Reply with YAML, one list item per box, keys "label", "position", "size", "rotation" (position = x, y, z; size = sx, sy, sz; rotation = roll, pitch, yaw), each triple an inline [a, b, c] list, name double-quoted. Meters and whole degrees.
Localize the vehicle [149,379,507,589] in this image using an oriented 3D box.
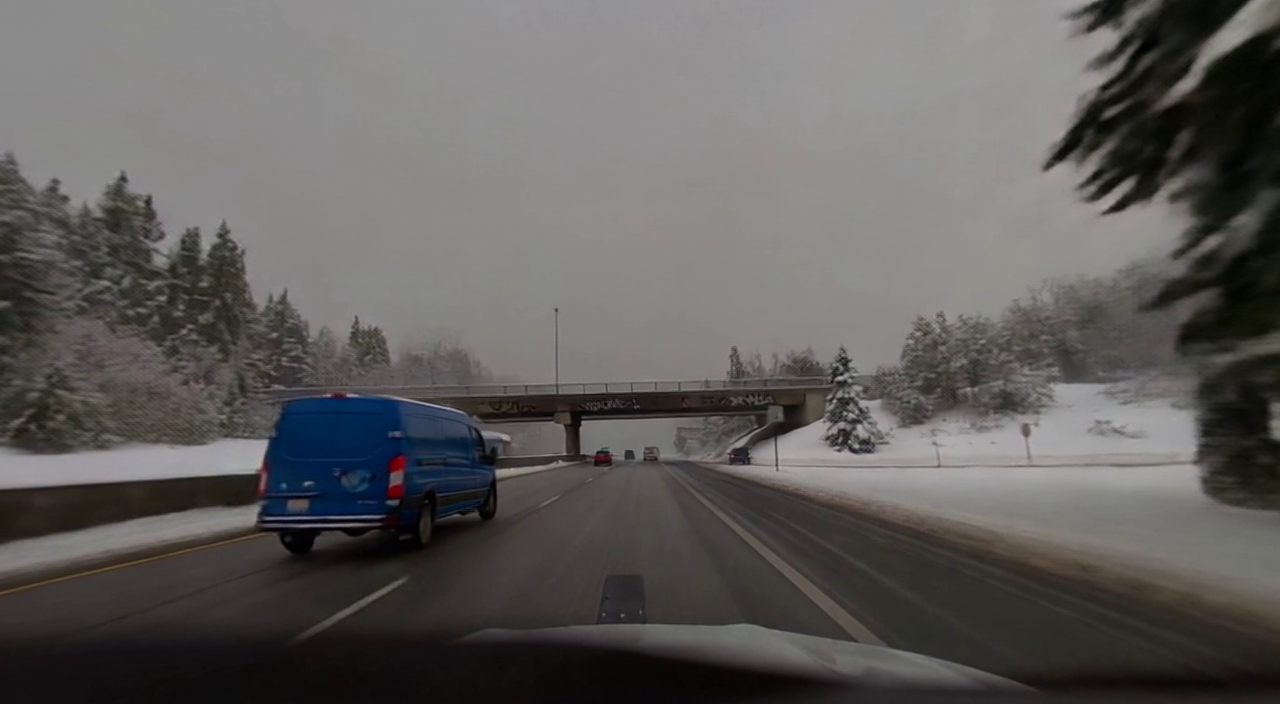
- label: "vehicle"
  position: [-3.584, 1.666, 8.769]
  size: [2.310, 2.030, 5.094]
  rotation: [0, -9, 0]
